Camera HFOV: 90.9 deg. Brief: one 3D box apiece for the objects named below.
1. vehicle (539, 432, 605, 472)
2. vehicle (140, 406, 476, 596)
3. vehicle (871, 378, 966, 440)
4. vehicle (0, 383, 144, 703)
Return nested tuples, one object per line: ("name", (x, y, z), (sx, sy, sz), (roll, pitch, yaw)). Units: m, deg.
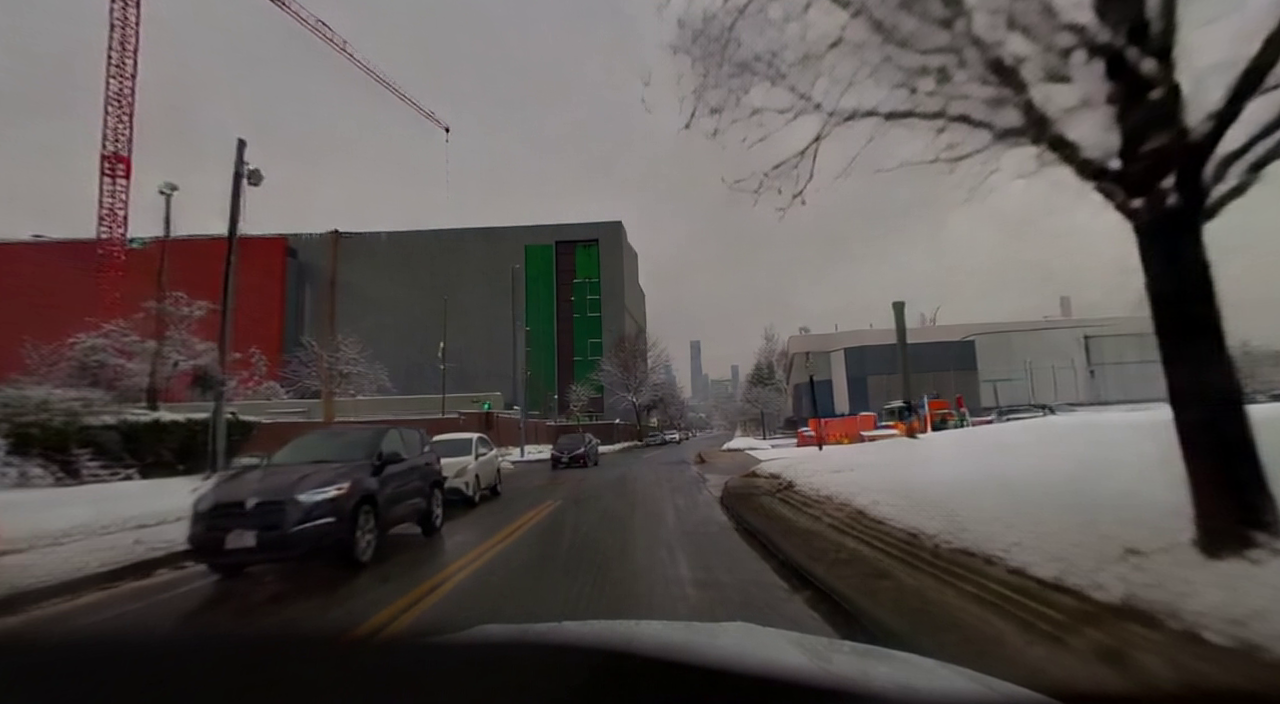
("vehicle", (-2.979, 4.507, 28.705), (1.967, 1.646, 4.192), (-1, -8, 9))
("vehicle", (-3.572, 1.631, 7.915), (2.026, 1.699, 4.224), (0, -8, -2))
("vehicle", (19.305, 4.217, 44.493), (3.031, 3.863, 9.734), (-1, -8, 5))
("vehicle", (-3.739, 0.778, 1.338), (1.980, 1.635, 4.153), (0, -8, 0))
